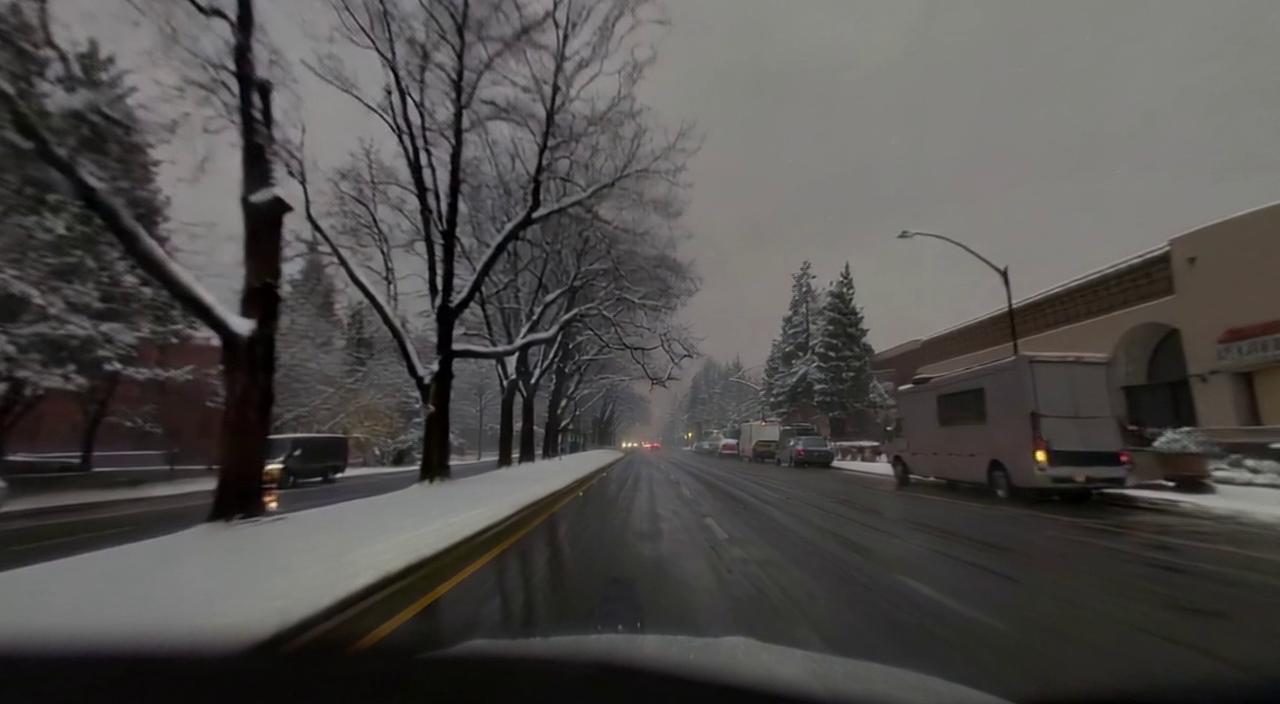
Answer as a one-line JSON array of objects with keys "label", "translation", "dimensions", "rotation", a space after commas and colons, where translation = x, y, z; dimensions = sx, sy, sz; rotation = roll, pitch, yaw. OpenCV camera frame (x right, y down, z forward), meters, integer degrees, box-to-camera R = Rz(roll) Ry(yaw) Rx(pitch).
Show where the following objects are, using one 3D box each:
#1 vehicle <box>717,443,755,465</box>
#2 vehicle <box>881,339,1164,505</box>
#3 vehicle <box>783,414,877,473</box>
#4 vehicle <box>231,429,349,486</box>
[{"label": "vehicle", "translation": [6.658, 7.099, 44.246], "dimensions": [1.972, 1.417, 4.239], "rotation": [0, -8, 0]}, {"label": "vehicle", "translation": [10.336, 2.220, 18.817], "dimensions": [2.879, 3.765, 8.904], "rotation": [0, -8, 1]}, {"label": "vehicle", "translation": [10.326, 5.115, 35.218], "dimensions": [2.964, 2.927, 6.936], "rotation": [0, -8, 0]}, {"label": "vehicle", "translation": [-17.188, 5.197, 31.536], "dimensions": [2.253, 2.554, 6.021], "rotation": [0, -9, 1]}]
